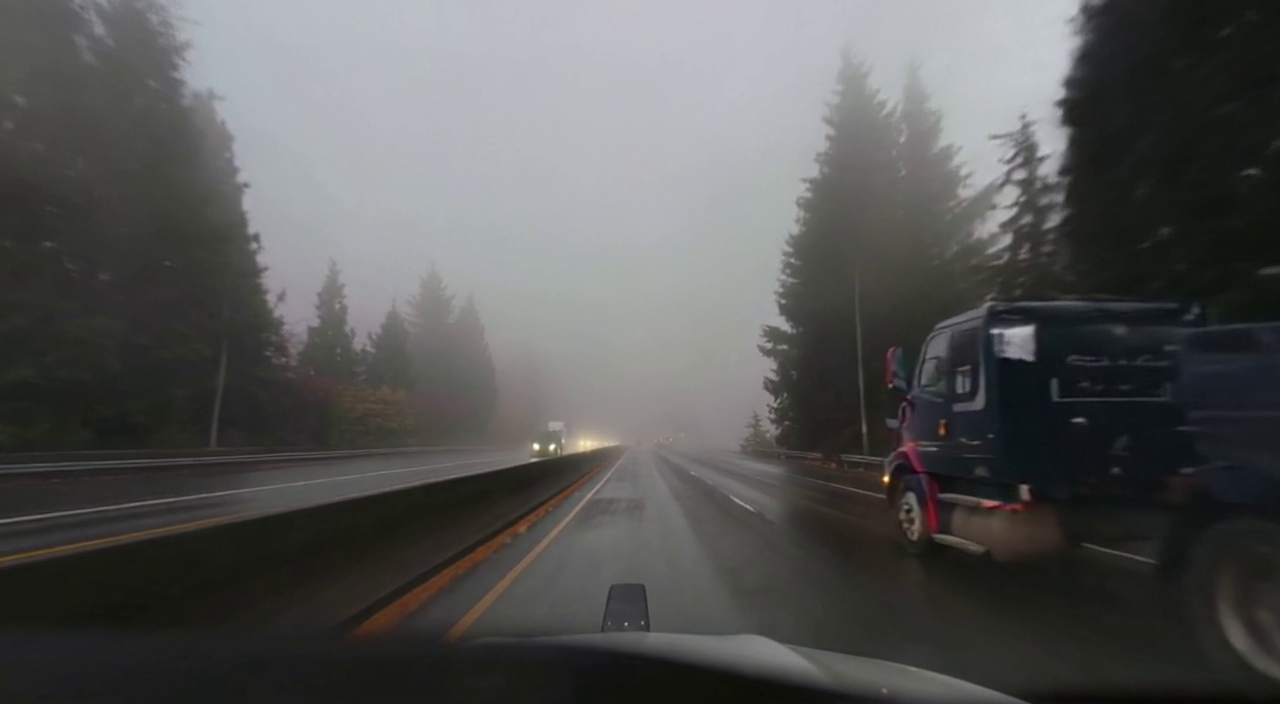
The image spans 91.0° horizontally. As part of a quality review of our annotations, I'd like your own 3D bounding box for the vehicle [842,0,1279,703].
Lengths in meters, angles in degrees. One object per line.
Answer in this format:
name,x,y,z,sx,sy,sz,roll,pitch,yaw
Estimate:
vehicle,4.025,-0.089,4.236,3.057,4.041,6.788,0,-8,1
